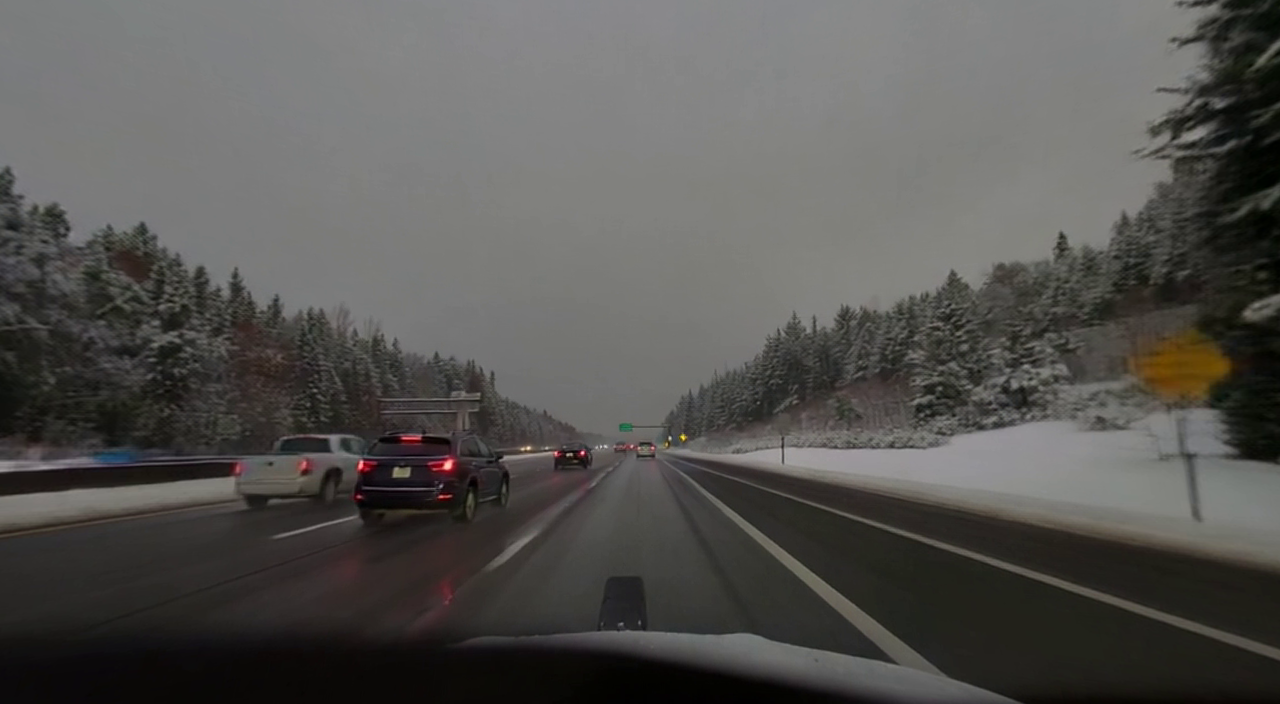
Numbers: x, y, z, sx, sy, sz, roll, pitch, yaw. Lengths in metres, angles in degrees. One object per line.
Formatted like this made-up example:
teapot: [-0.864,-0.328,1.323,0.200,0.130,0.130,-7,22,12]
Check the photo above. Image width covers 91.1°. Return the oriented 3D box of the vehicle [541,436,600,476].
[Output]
vehicle: [-3.027,4.647,28.270,2.056,1.679,4.204,0,-9,1]

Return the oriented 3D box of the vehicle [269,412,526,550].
vehicle: [-3.437,1.956,10.293,2.040,1.672,5.122,0,-8,2]

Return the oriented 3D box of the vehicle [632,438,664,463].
vehicle: [0.607,7.441,47.400,2.285,1.797,4.478,0,-9,0]

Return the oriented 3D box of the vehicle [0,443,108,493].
vehicle: [-21.030,3.890,21.313,1.907,1.566,4.459,0,-9,1]
